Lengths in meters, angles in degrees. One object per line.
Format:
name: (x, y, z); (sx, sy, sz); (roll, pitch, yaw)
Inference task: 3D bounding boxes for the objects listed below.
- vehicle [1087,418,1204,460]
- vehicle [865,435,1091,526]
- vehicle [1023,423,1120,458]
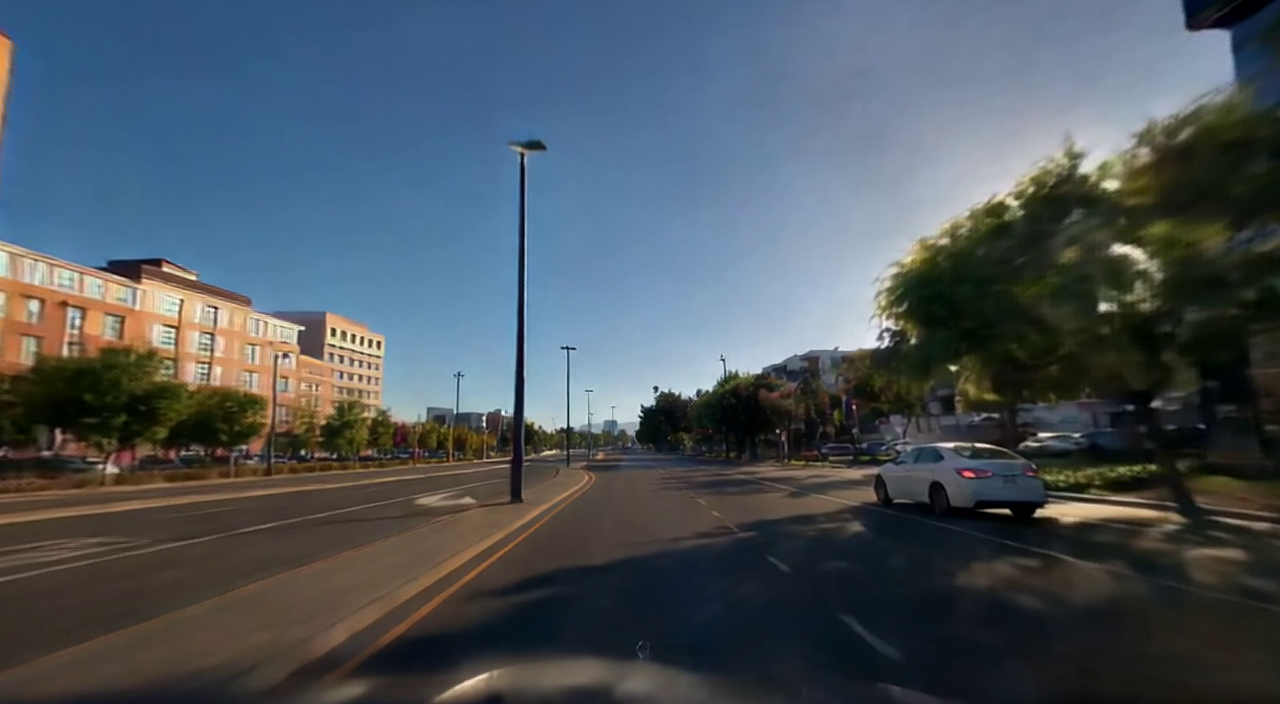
vehicle: (25.623, 4.474, 32.305); (2.212, 1.948, 4.904); (-1, -8, 5)
vehicle: (6.537, 2.516, 13.014); (1.913, 1.504, 4.738); (0, -9, -2)
vehicle: (23.079, 4.821, 34.082); (2.066, 1.716, 4.943); (-1, -10, 5)
